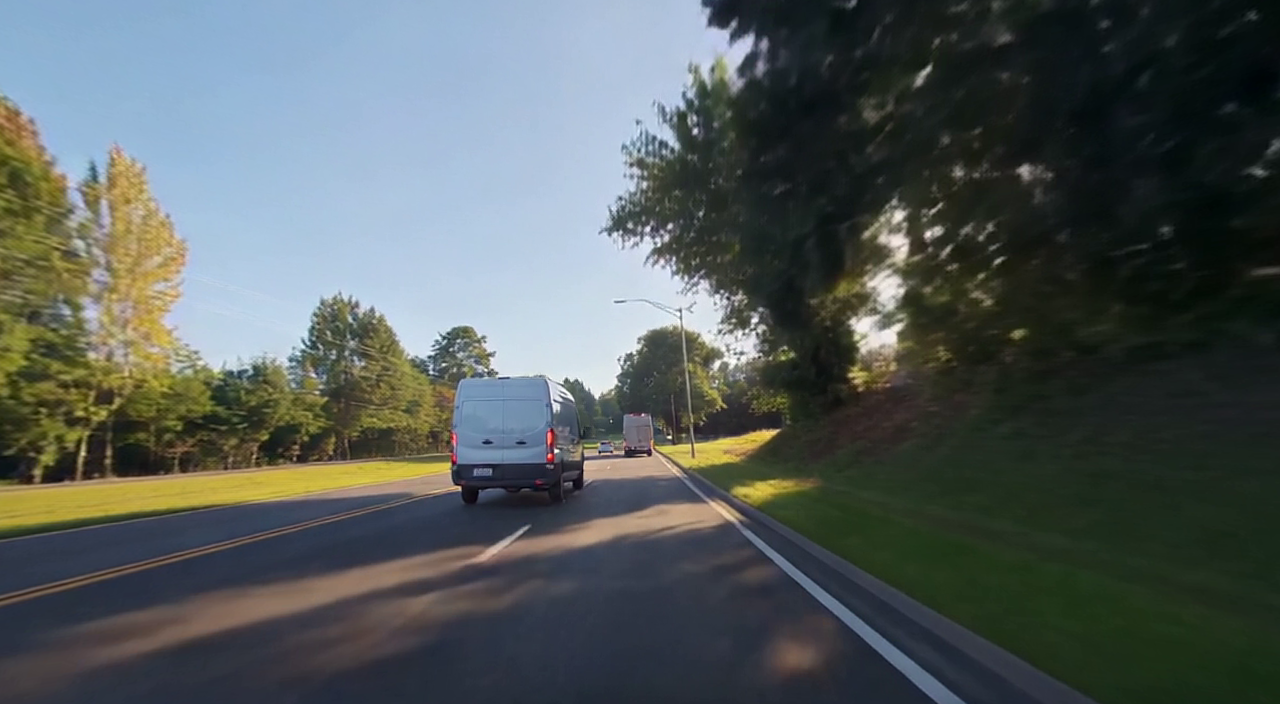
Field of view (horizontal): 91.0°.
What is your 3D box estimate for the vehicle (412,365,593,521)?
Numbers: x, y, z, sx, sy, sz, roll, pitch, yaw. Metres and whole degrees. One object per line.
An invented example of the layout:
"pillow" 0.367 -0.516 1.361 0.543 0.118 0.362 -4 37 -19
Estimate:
"vehicle" -2.555 1.957 13.720 2.497 2.628 6.016 0 -8 1
